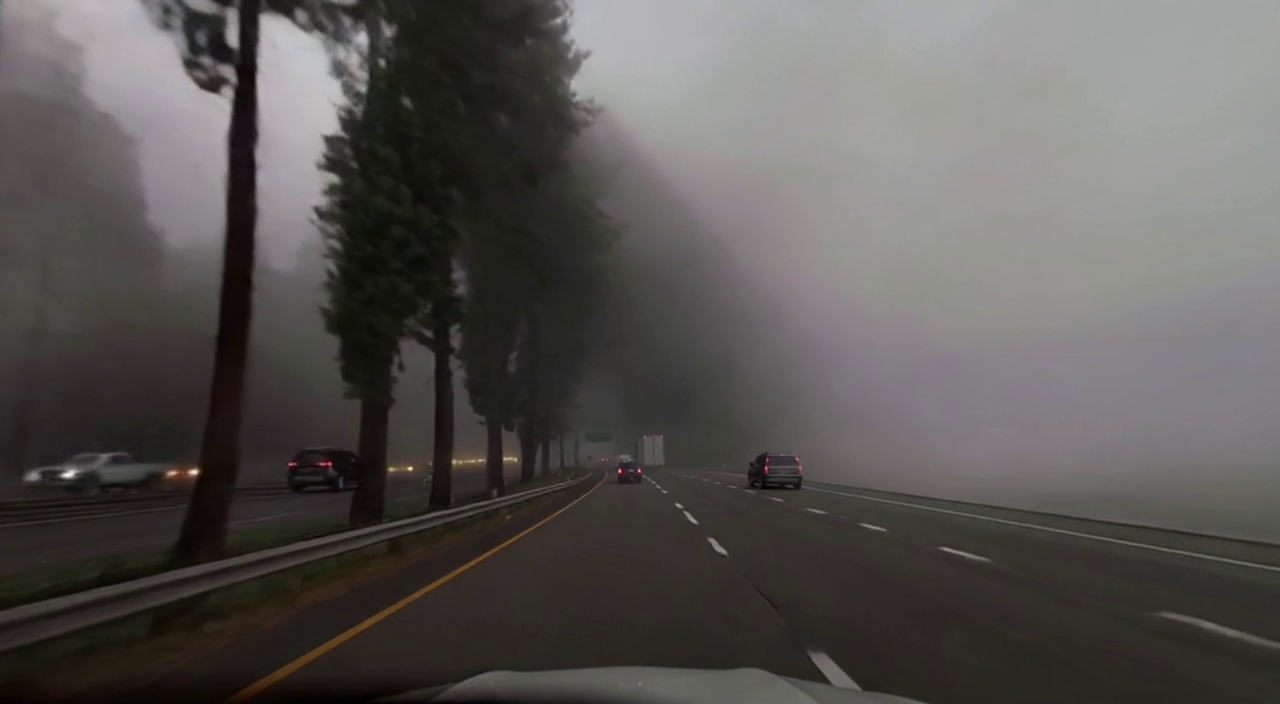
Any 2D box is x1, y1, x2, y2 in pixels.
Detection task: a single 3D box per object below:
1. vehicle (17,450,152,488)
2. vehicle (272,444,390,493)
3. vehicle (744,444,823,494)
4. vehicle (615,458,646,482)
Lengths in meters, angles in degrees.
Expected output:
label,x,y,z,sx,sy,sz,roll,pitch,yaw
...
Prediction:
label,x,y,z,sx,sy,sz,roll,pitch,yaw
vehicle,-27.516,5.855,31.518,1.980,1.699,5.236,1,-10,-1
vehicle,-11.398,4.368,23.710,1.952,1.618,4.859,1,-10,0
vehicle,5.591,4.681,25.227,1.998,1.776,4.663,1,-10,-1
vehicle,-0.700,8.004,42.821,1.987,1.467,3.903,1,-10,-2
